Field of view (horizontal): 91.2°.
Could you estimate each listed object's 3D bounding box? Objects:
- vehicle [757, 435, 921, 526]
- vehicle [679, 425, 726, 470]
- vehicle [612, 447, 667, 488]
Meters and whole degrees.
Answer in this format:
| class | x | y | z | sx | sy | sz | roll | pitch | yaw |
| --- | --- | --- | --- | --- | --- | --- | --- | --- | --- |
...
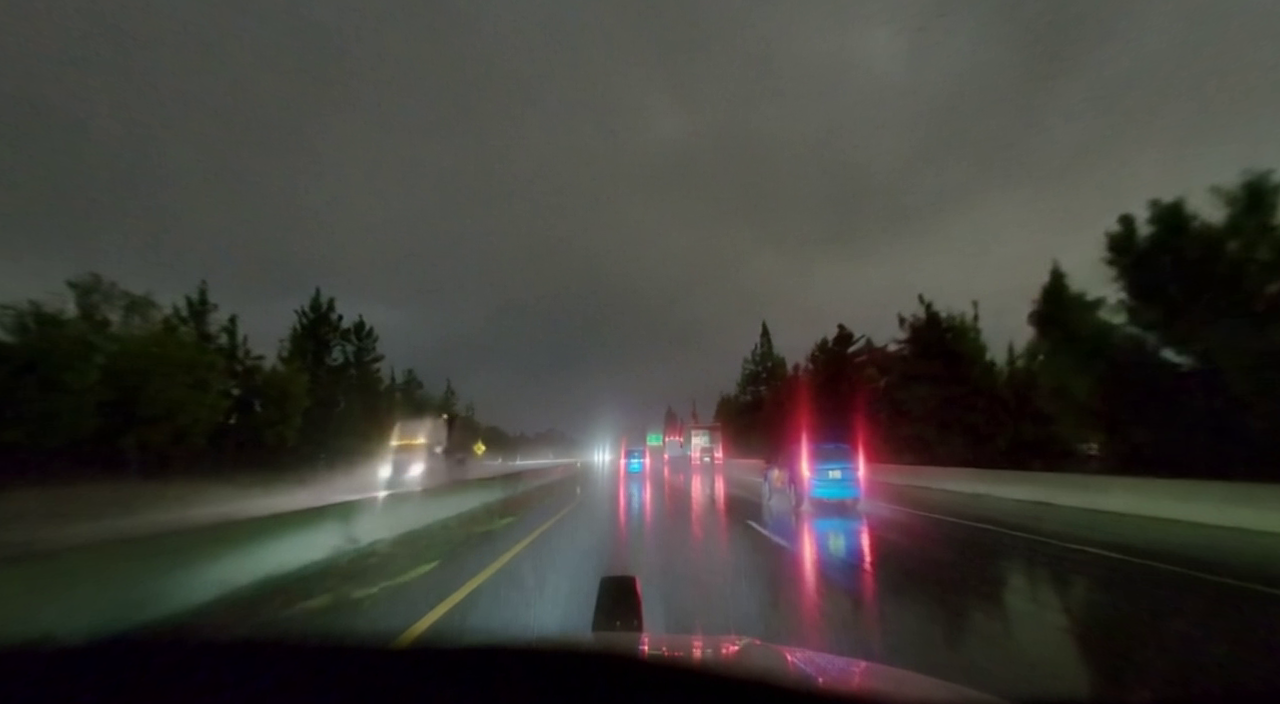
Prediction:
| class | x | y | z | sx | sy | sz | roll | pitch | yaw |
| --- | --- | --- | --- | --- | --- | --- | --- | --- | --- |
| vehicle | 3.806 | 2.533 | 12.870 | 1.953 | 1.540 | 4.101 | 0 | -9 | -1 |
| vehicle | 4.658 | 7.389 | 48.433 | 2.791 | 3.201 | 7.145 | 0 | -9 | -1 |
| vehicle | -0.030 | 4.689 | 25.726 | 2.066 | 1.490 | 3.759 | 0 | -9 | -1 |
